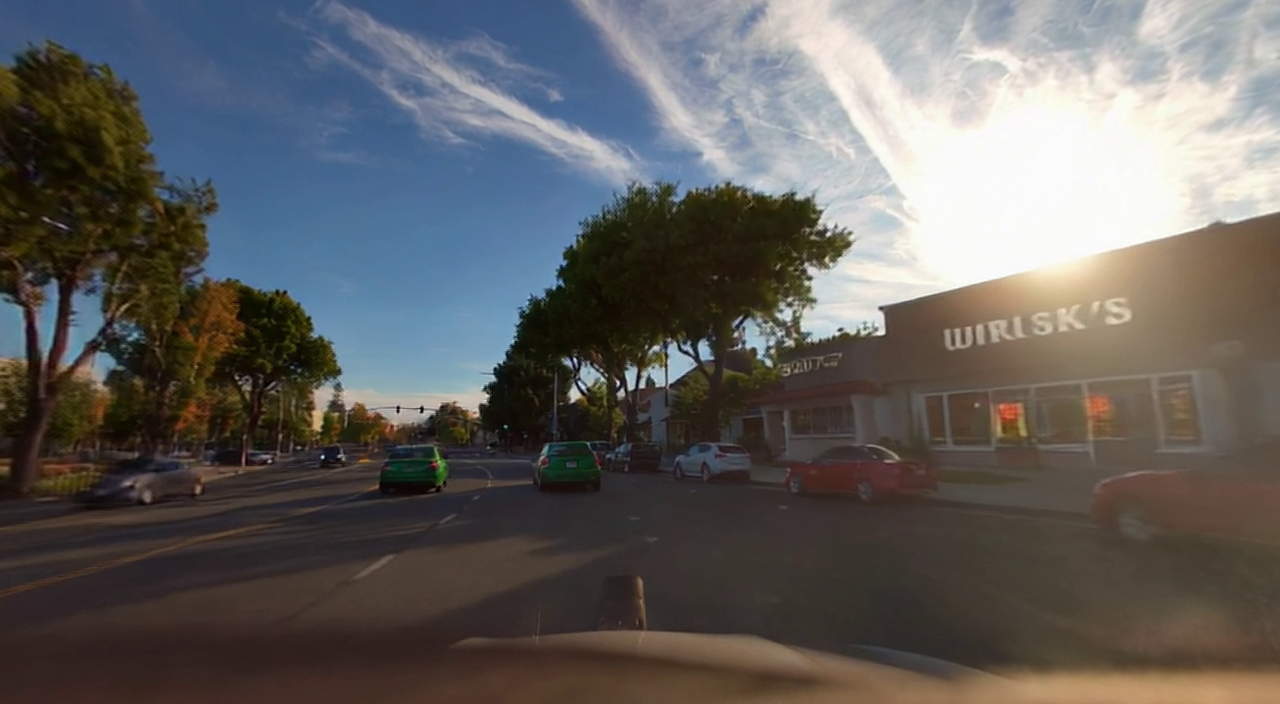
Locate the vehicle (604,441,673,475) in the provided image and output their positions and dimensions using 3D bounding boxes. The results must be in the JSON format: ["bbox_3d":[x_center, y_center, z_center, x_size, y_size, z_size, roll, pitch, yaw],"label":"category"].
[{"bbox_3d":[-0.164,5.024,30.210,1.867,1.489,4.694,3,-9,-19],"label":"vehicle"}]

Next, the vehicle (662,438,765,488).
[{"bbox_3d":[2.435,3.827,22.068,1.905,1.537,4.276,3,-9,-19],"label":"vehicle"}]

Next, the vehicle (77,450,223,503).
[{"bbox_3d":[-15.590,3.934,20.376,2.000,1.477,4.346,2,-9,-13],"label":"vehicle"}]

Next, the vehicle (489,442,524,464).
[{"bbox_3d":[-9.428,7.082,44.235,1.920,1.416,4.310,2,-9,-18],"label":"vehicle"}]

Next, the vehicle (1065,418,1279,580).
[{"bbox_3d":[7.100,1.475,6.493,1.952,1.547,4.091,2,-9,-16],"label":"vehicle"}]

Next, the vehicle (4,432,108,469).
[{"bbox_3d":[-38.528,6.530,41.818,2.430,2.266,6.029,4,-9,-16],"label":"vehicle"}]

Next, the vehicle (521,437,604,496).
[{"bbox_3d":[-2.392,3.253,18.361,2.001,1.483,4.442,1,-9,-12],"label":"vehicle"}]

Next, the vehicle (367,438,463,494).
[{"bbox_3d":[-6.804,3.445,19.557,2.105,1.477,4.857,1,-9,-12],"label":"vehicle"}]

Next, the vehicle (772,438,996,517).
[{"bbox_3d":[5.185,2.714,14.311,2.038,1.446,4.896,2,-9,-18],"label":"vehicle"}]
